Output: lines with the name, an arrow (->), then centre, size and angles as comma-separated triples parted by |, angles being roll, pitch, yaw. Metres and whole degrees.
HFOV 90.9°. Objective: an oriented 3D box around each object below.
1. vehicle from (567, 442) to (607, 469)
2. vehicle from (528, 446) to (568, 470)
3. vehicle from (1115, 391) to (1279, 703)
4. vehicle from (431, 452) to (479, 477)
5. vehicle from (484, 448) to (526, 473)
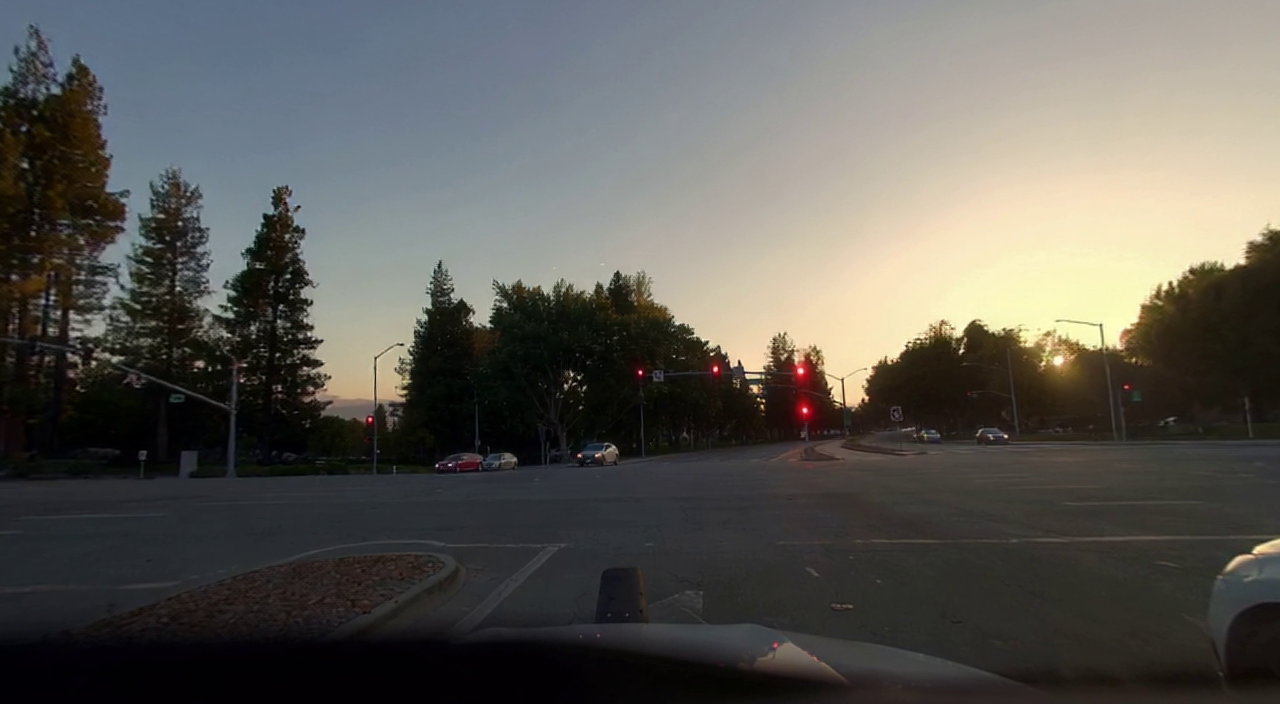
vehicle -> -3.595, 7.143, 43.633 | 2.215, 1.732, 4.684 | -1, -9, 2
vehicle -> -6.567, 7.617, 45.494 | 2.126, 1.657, 4.307 | -1, -9, 2
vehicle -> 3.046, 0.621, 0.427 | 1.978, 1.468, 4.544 | 0, -9, 2
vehicle -> -13.421, 8.166, 45.972 | 2.101, 1.637, 4.304 | 0, -9, 1
vehicle -> -9.793, 7.843, 45.936 | 2.064, 1.725, 4.243 | 0, -9, 1
